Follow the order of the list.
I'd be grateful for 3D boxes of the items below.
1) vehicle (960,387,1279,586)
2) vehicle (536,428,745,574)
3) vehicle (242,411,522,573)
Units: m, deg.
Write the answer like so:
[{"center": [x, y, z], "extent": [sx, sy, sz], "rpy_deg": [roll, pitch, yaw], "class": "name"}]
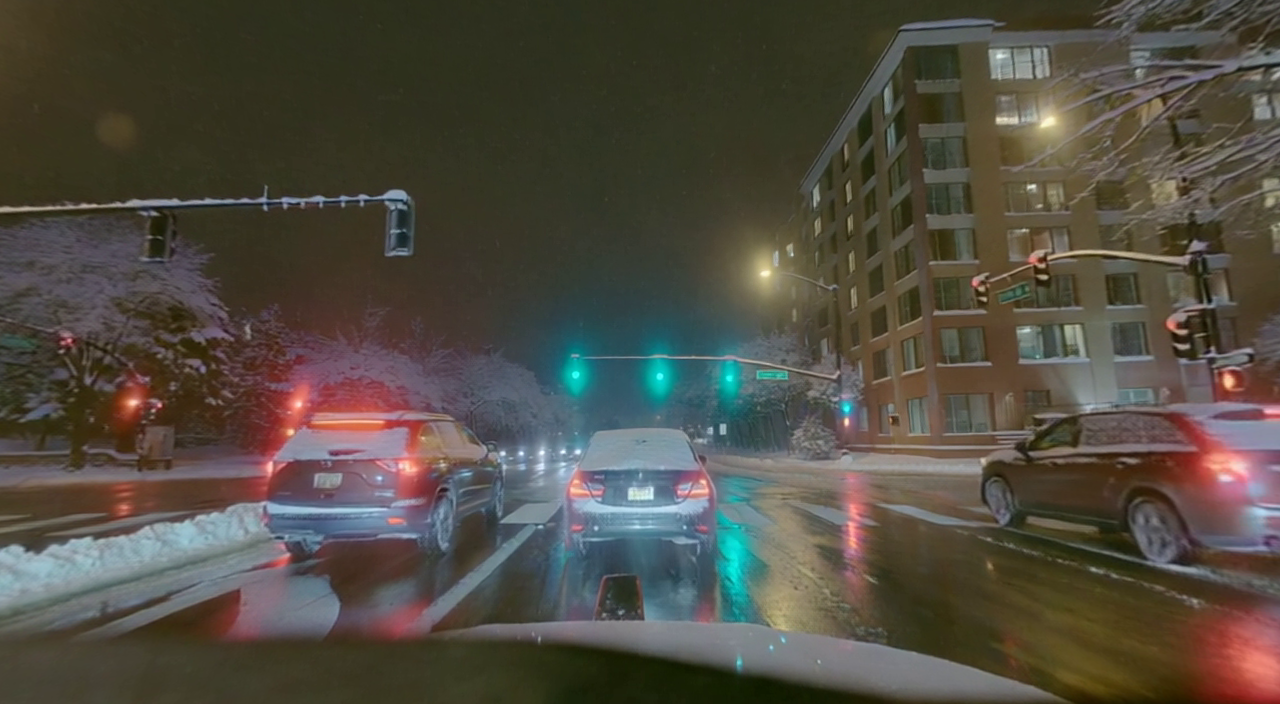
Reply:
[{"center": [6.750, 1.631, 8.537], "extent": [2.079, 1.828, 5.323], "rpy_deg": [0, -8, 0], "class": "vehicle"}, {"center": [0.019, 1.855, 8.628], "extent": [2.190, 1.522, 3.850], "rpy_deg": [0, -8, 0], "class": "vehicle"}, {"center": [-3.184, 1.825, 9.036], "extent": [2.081, 1.719, 4.434], "rpy_deg": [0, -8, 0], "class": "vehicle"}]
